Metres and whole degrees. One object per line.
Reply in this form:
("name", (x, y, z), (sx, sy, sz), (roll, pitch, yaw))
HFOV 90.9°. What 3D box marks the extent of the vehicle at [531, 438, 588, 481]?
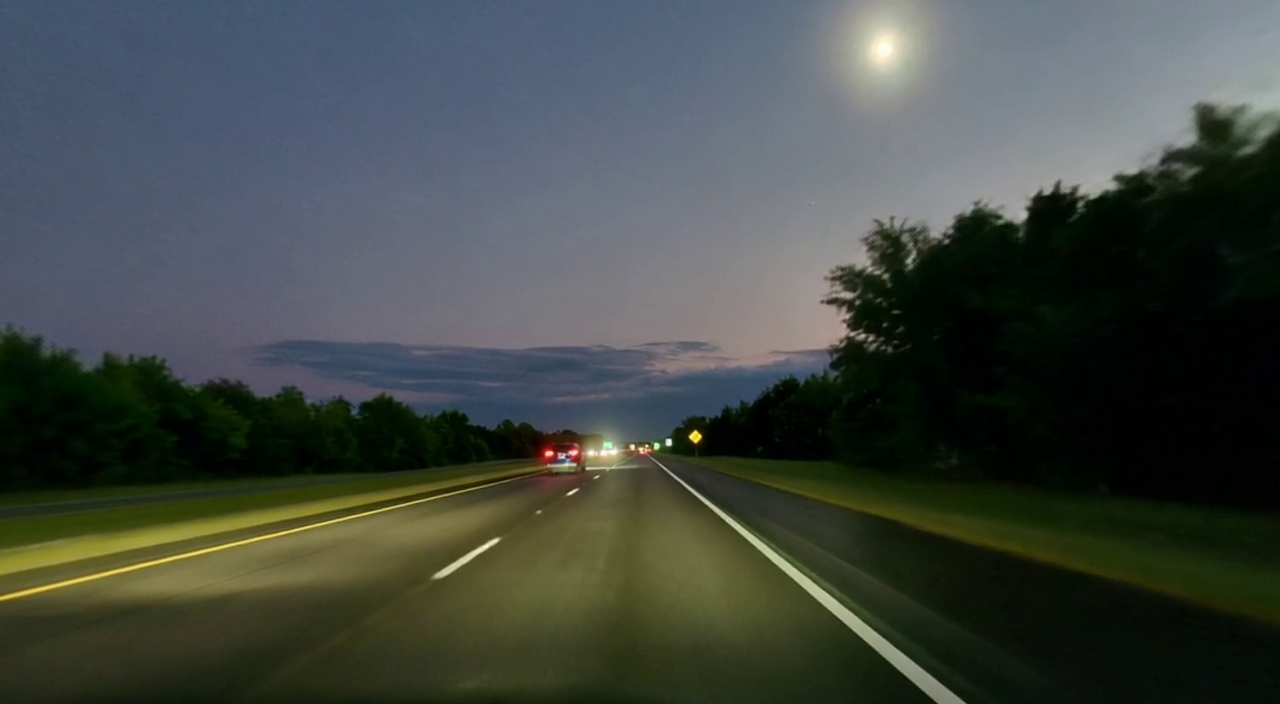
("vehicle", (-3.689, 5.025, 29.650), (2.056, 1.811, 4.202), (0, -9, 1))
